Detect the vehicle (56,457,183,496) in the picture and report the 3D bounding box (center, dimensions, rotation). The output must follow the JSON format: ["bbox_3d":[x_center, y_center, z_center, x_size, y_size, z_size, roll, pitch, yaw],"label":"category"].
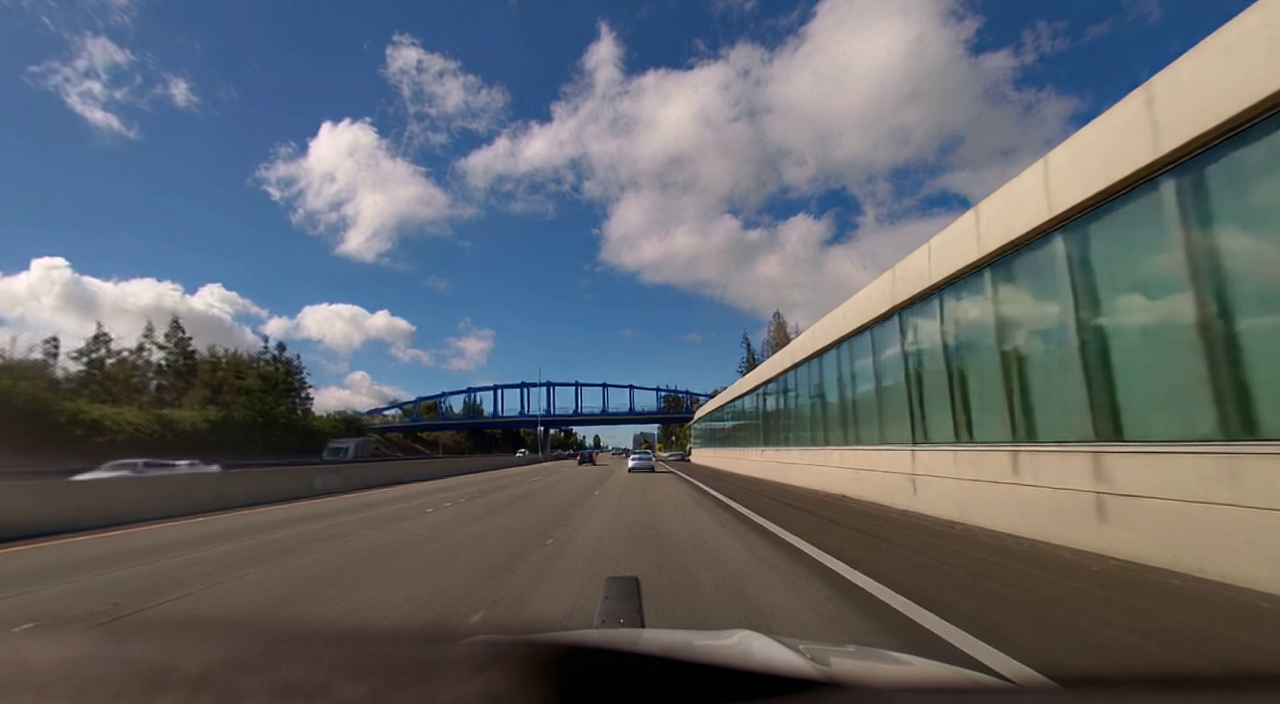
[{"bbox_3d":[-21.750,5.174,26.601,1.807,1.436,4.163,0,-9,-1],"label":"vehicle"}]

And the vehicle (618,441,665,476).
[{"bbox_3d":[0.037,5.623,33.576,2.299,1.716,4.579,0,-9,-1],"label":"vehicle"}]
